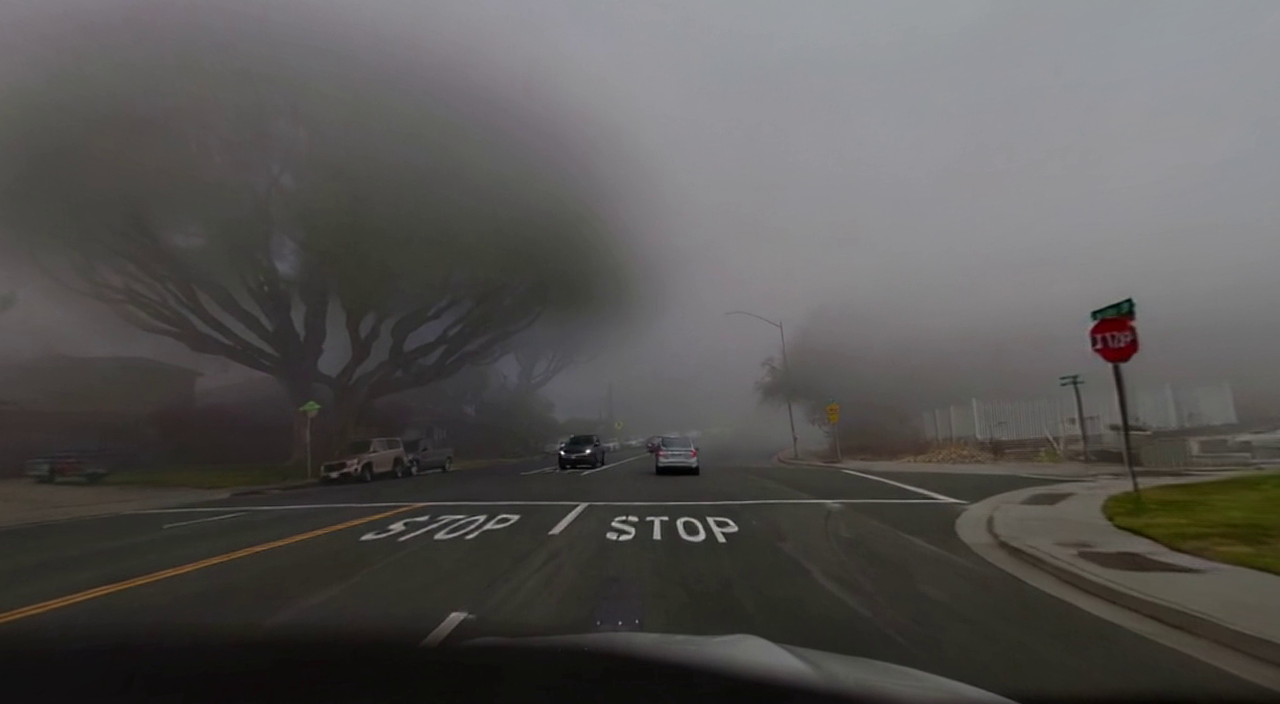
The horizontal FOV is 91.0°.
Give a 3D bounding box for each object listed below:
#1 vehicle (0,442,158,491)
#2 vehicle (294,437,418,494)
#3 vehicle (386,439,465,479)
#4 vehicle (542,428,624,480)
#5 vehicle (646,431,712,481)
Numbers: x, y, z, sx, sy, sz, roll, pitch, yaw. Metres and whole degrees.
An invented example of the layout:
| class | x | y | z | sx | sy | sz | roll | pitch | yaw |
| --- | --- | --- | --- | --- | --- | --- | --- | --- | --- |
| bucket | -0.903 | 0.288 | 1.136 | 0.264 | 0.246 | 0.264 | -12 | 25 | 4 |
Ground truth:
| class | x | y | z | sx | sy | sz | roll | pitch | yaw |
| --- | --- | --- | --- | --- | --- | --- | --- | --- | --- |
| vehicle | -22.492 | 4.551 | 25.235 | 4.641 | 1.808 | 2.138 | -2 | -8 | 5 |
| vehicle | -12.114 | 4.833 | 27.442 | 2.191 | 1.980 | 5.888 | -5 | -7 | 6 |
| vehicle | -11.174 | 5.630 | 33.173 | 2.076 | 1.864 | 4.730 | -4 | -10 | 6 |
| vehicle | -1.959 | 3.716 | 23.125 | 2.178 | 1.695 | 4.339 | -1 | -8 | 6 |
| vehicle | 1.362 | 3.432 | 20.967 | 1.955 | 1.459 | 4.383 | -1 | -8 | 5 |
